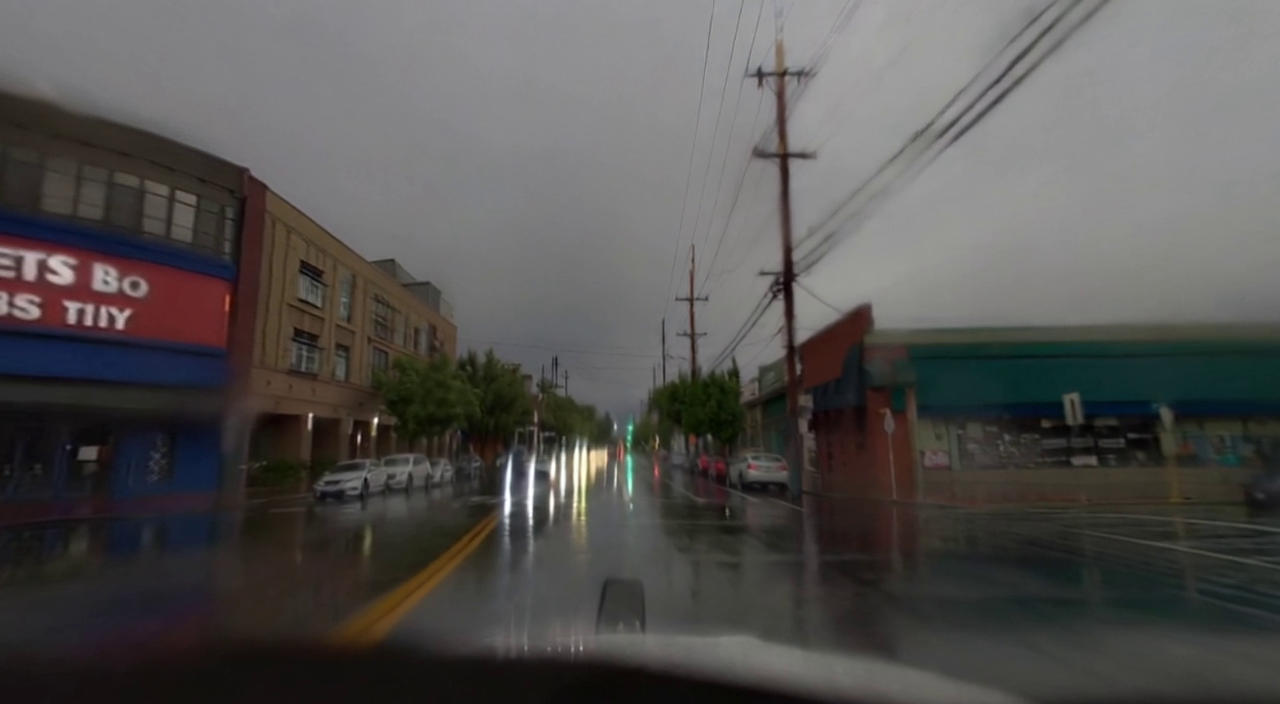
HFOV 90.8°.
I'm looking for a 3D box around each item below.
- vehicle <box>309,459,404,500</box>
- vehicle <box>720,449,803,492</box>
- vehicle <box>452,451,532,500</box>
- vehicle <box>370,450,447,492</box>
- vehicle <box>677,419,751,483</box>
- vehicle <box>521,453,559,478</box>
[{"bbox_3d":[-11.434,5.157,25.869,1.978,1.452,4.263,0,-9,-1],"label":"vehicle"},{"bbox_3d":[5.086,5.029,27.155,1.963,1.646,4.204,2,-9,-12],"label":"vehicle"},{"bbox_3d":[-5.062,4.252,22.216,2.050,1.505,4.219,1,-9,-4],"label":"vehicle"},{"bbox_3d":[-11.430,5.863,31.569,2.072,1.818,4.951,-3,-9,-1],"label":"vehicle"},{"bbox_3d":[3.982,5.605,35.876,2.815,3.203,7.558,1,-9,-3],"label":"vehicle"},{"bbox_3d":[-6.580,7.520,42.077,1.845,1.469,4.413,0,-9,-1],"label":"vehicle"}]
